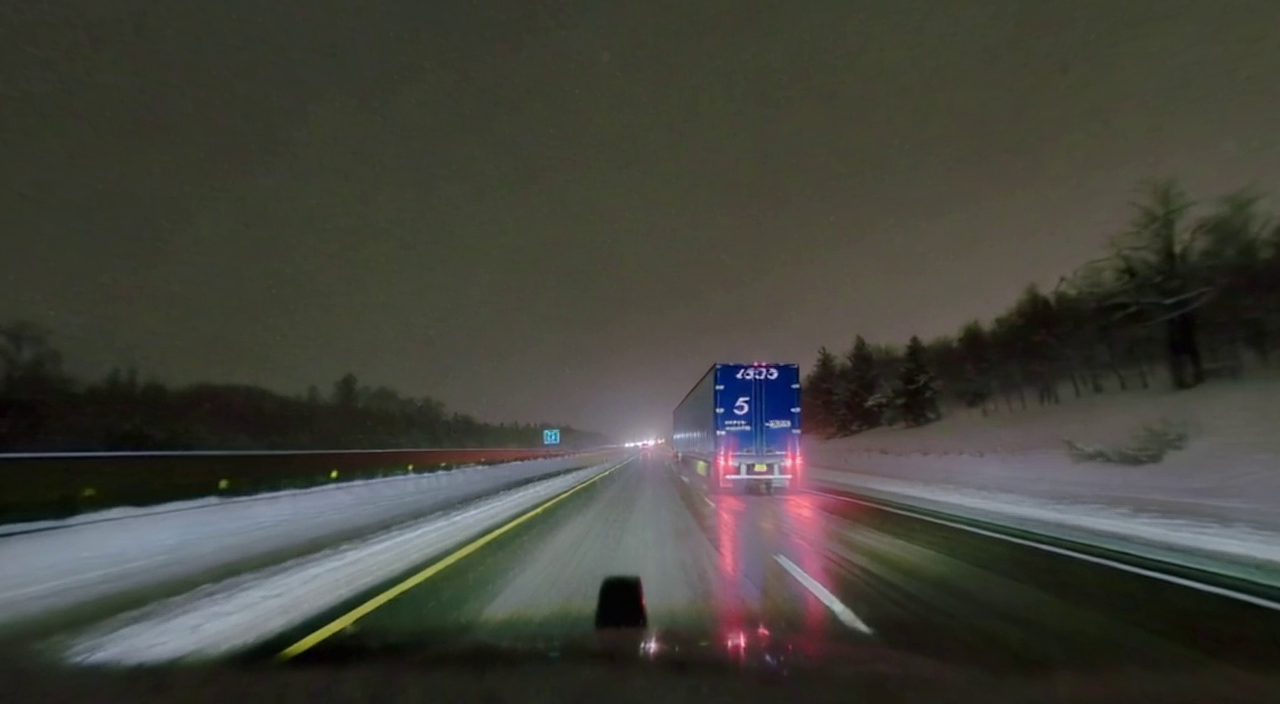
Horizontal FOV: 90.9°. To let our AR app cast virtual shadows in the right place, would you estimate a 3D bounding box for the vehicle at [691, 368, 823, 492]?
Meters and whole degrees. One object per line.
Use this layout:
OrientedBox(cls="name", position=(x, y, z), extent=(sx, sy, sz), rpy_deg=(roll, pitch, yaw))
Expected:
OrientedBox(cls="vehicle", position=(3.942, 3.138, 24.189), extent=(3.107, 3.718, 10.231), rpy_deg=(0, -9, 0))
